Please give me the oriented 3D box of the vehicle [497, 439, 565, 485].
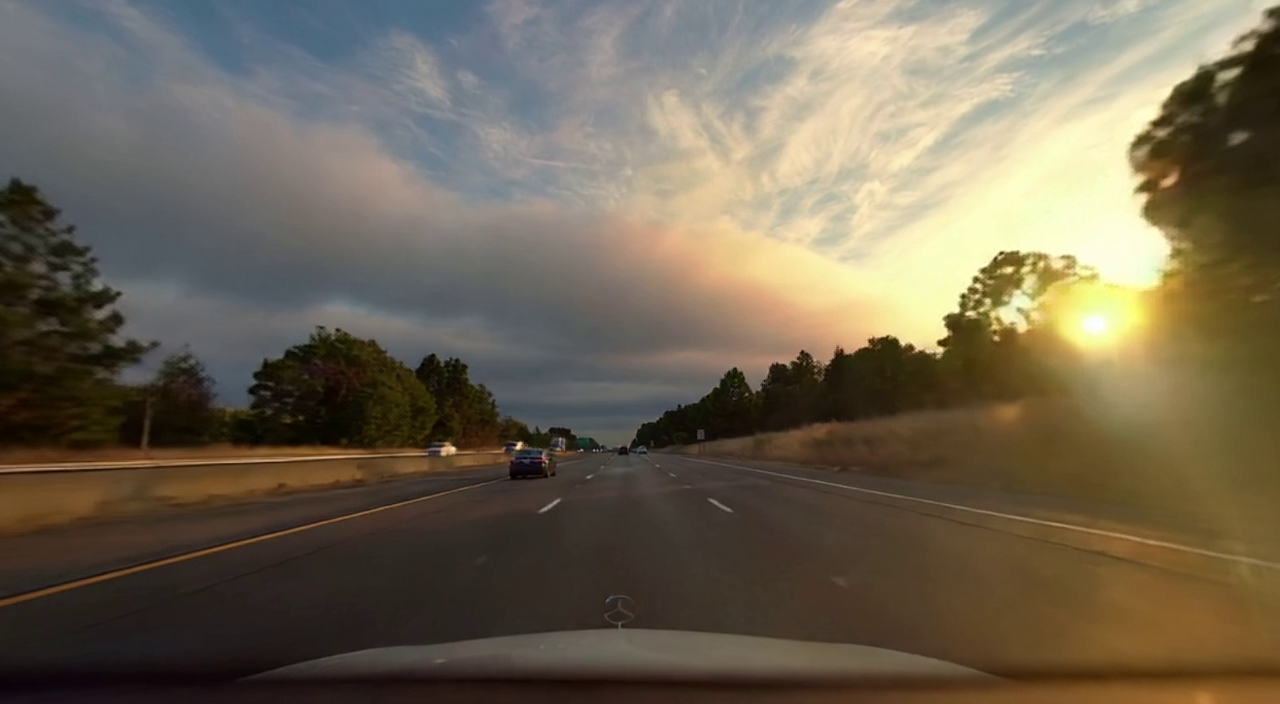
[{"bbox_3d":[-4.498,4.608,26.593,2.111,1.717,4.426,0,-9,-1],"label":"vehicle"}]
